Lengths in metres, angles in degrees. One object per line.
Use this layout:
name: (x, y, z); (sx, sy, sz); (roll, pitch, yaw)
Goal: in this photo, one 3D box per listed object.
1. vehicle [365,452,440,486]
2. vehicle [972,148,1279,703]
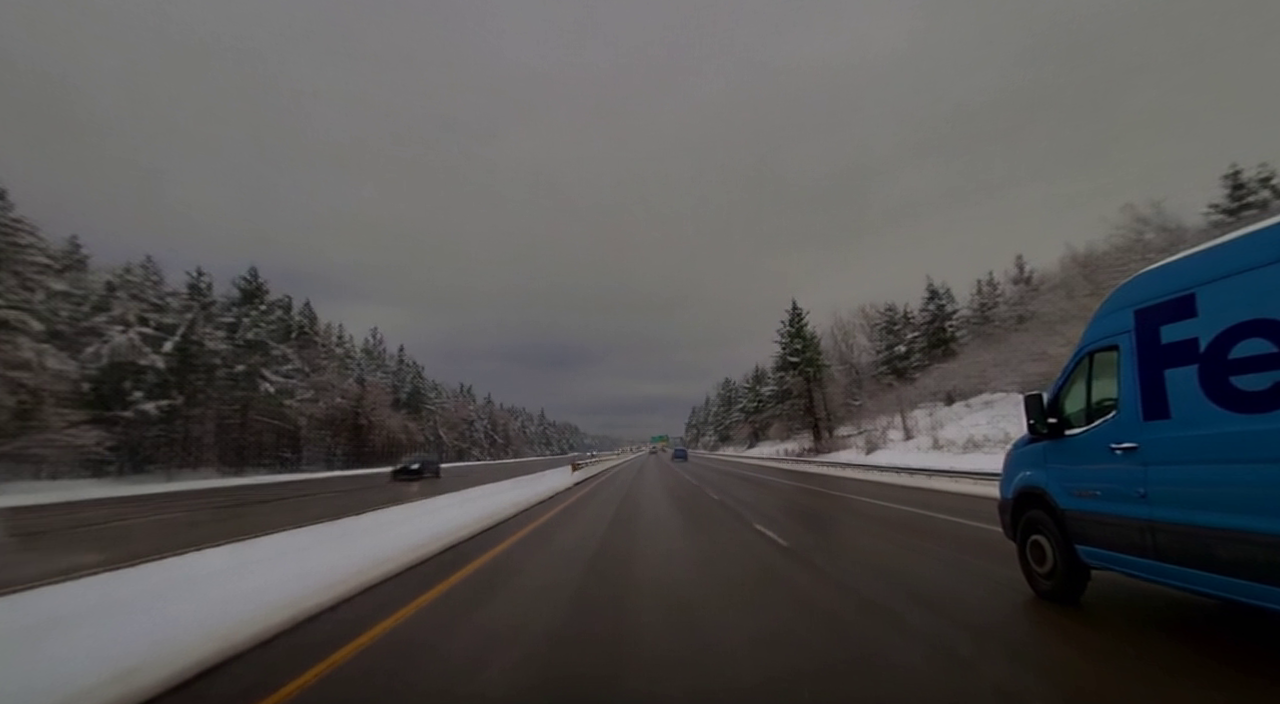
vehicle: (-11.894, 5.867, 31.929); (2.025, 1.508, 4.658); (0, -9, 0)
vehicle: (3.924, 0.314, 1.788); (2.522, 2.556, 6.180); (0, -9, 0)
